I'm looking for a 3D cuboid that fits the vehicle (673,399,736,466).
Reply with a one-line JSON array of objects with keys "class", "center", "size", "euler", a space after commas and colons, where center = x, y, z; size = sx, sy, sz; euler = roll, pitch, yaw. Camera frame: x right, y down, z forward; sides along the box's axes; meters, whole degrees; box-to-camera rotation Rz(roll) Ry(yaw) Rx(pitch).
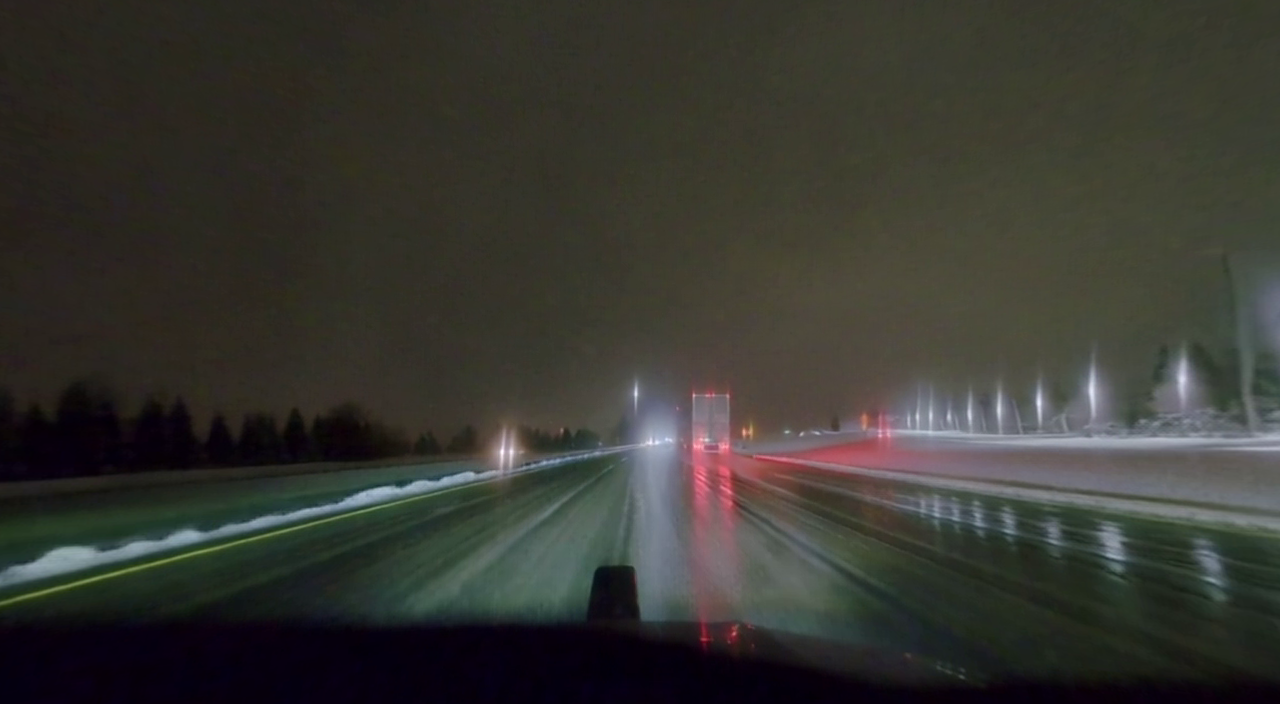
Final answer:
[{"class": "vehicle", "center": [4.317, 5.896, 45.533], "size": [2.960, 4.099, 14.097], "euler": [0, -8, -1]}]
